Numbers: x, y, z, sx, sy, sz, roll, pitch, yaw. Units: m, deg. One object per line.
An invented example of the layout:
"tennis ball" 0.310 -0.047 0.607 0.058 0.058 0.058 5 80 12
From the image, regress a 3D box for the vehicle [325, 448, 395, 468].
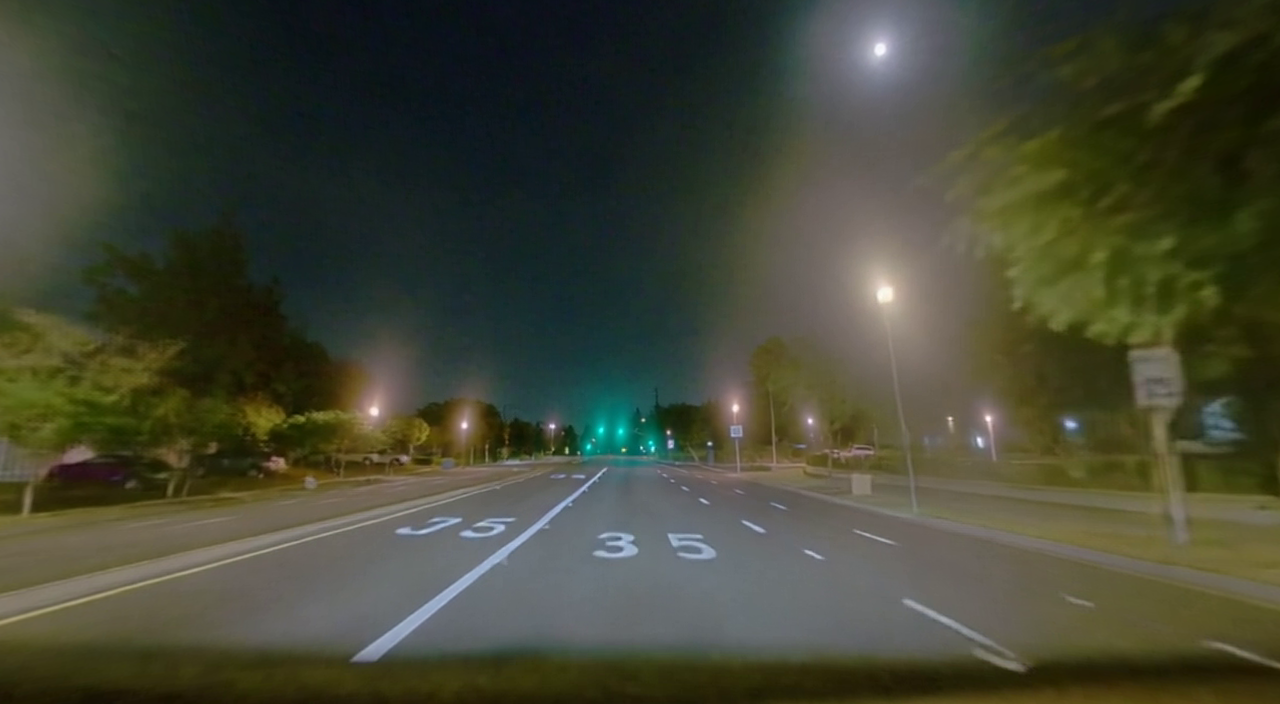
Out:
"vehicle" -21.668 8.245 49.016 4.495 1.472 1.833 0 -9 -1

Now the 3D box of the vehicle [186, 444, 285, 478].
"vehicle" -21.374 5.794 33.503 3.886 1.641 1.850 1 -11 0

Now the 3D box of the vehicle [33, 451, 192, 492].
"vehicle" -20.442 4.616 24.592 4.536 1.502 1.975 -1 -9 5
